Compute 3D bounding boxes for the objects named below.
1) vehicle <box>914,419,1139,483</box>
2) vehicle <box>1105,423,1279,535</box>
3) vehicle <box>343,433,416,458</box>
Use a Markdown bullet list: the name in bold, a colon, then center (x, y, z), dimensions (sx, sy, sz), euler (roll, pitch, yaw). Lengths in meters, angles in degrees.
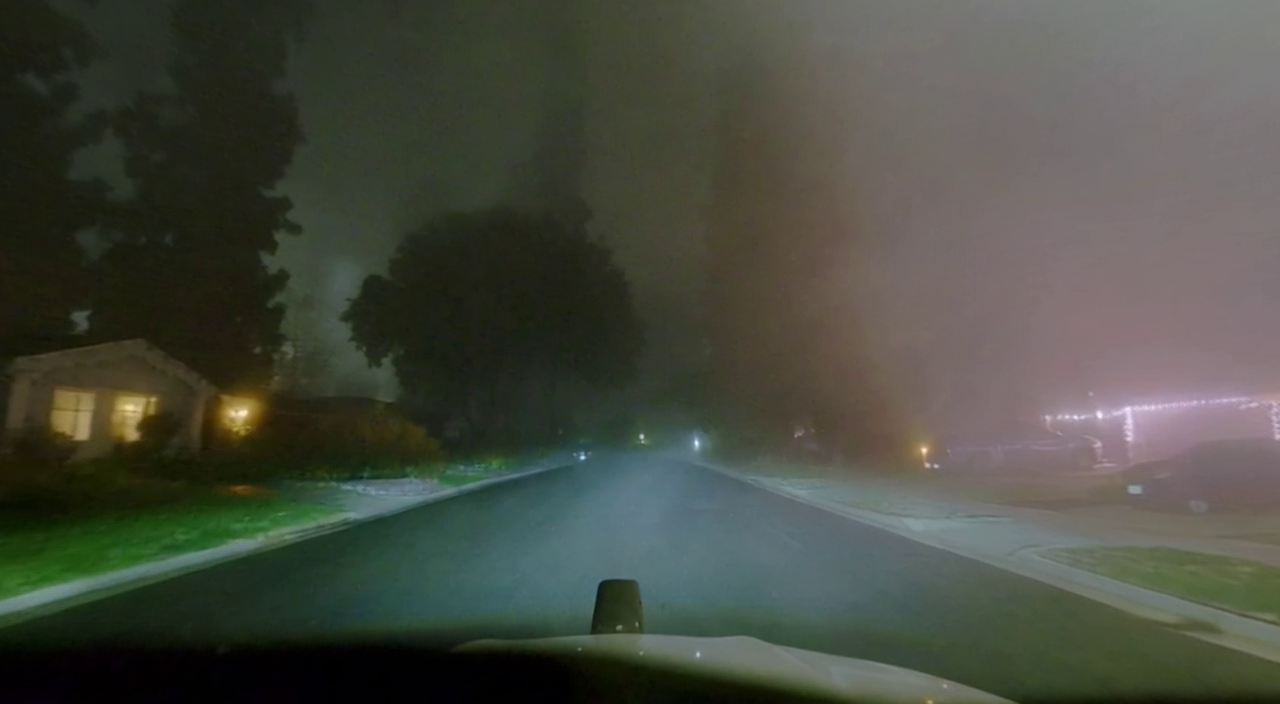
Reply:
- **vehicle**: center (12.028, 3.120, 19.956), dimensions (5.637, 1.890, 2.171), euler (0, -8, 1)
- **vehicle**: center (10.706, 1.922, 10.205), dimensions (4.710, 1.512, 1.894), euler (-3, -8, 0)
- **vehicle**: center (-18.530, 6.684, 44.944), dimensions (4.196, 1.696, 2.086), euler (0, -10, -1)
